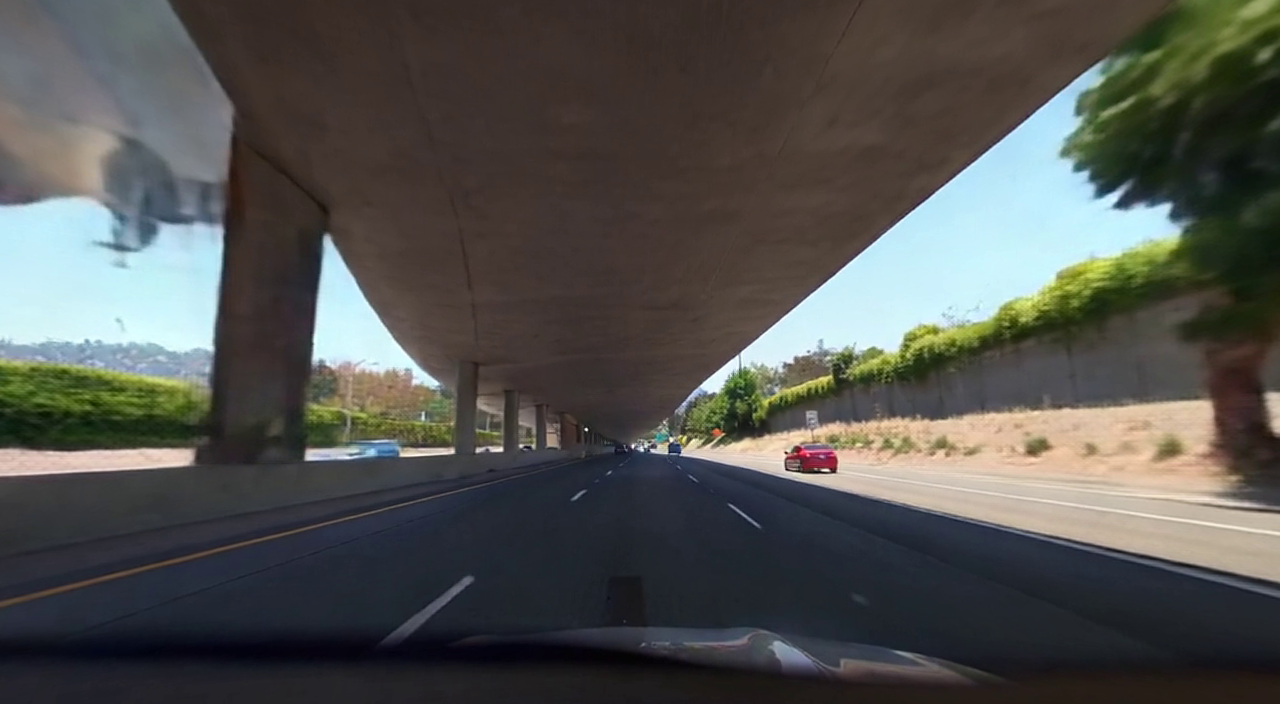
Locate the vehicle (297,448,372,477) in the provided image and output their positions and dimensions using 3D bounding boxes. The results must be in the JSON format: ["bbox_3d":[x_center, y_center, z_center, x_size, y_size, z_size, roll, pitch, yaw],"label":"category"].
[{"bbox_3d":[-17.245,6.230,35.870,1.870,1.472,4.610,0,-9,1],"label":"vehicle"}]

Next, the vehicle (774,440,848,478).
[{"bbox_3d":[7.304,4.600,27.406,1.914,1.465,4.574,0,-9,0],"label":"vehicle"}]

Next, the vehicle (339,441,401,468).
[{"bbox_3d":[-21.096,8.030,49.635,2.254,2.027,5.835,0,-8,1],"label":"vehicle"}]
